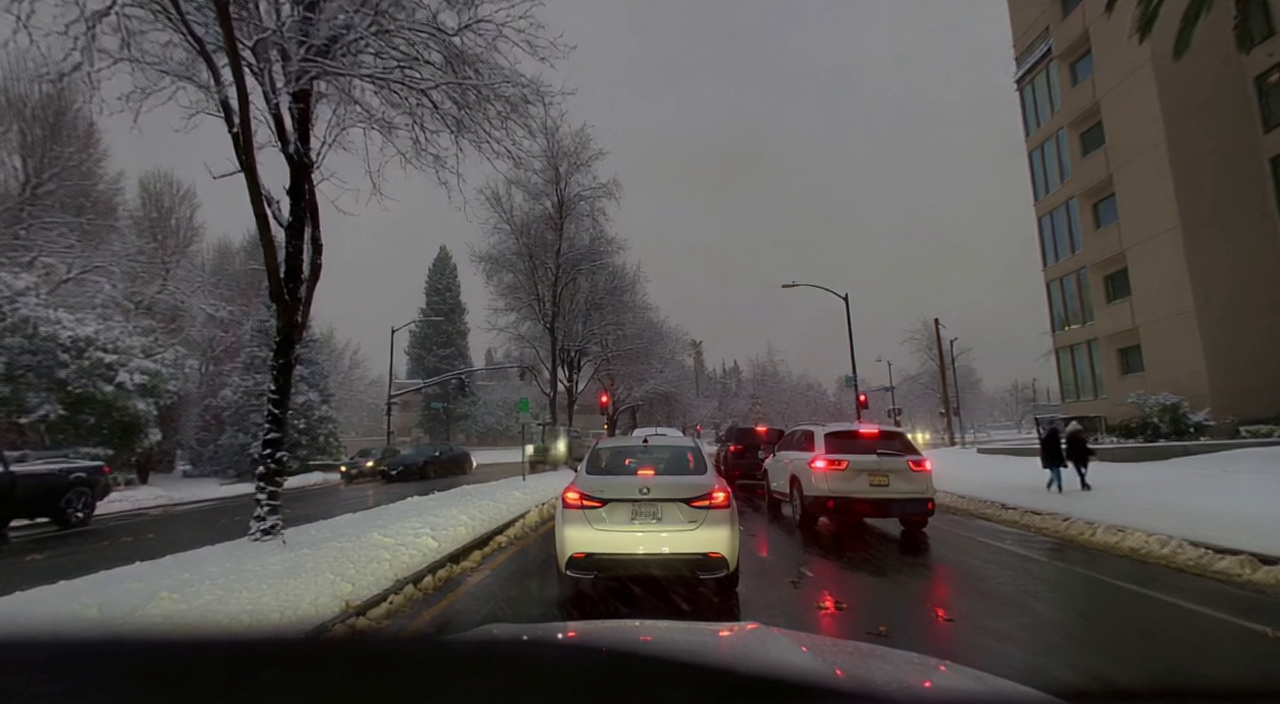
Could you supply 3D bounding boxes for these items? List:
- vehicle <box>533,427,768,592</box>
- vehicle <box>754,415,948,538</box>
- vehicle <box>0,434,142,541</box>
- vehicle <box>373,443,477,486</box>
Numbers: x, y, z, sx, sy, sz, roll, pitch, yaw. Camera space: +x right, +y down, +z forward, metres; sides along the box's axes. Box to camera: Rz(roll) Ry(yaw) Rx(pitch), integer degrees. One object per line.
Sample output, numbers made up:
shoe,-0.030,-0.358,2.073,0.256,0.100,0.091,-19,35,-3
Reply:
vehicle,0.134,1.710,7.700,2.088,1.452,3.993,0,-8,1
vehicle,3.401,2.106,11.236,2.003,1.733,4.319,0,-8,1
vehicle,-13.055,2.715,12.283,2.240,1.964,5.707,-6,-8,0
vehicle,-7.851,4.150,23.638,1.898,1.439,4.540,-1,-8,6
